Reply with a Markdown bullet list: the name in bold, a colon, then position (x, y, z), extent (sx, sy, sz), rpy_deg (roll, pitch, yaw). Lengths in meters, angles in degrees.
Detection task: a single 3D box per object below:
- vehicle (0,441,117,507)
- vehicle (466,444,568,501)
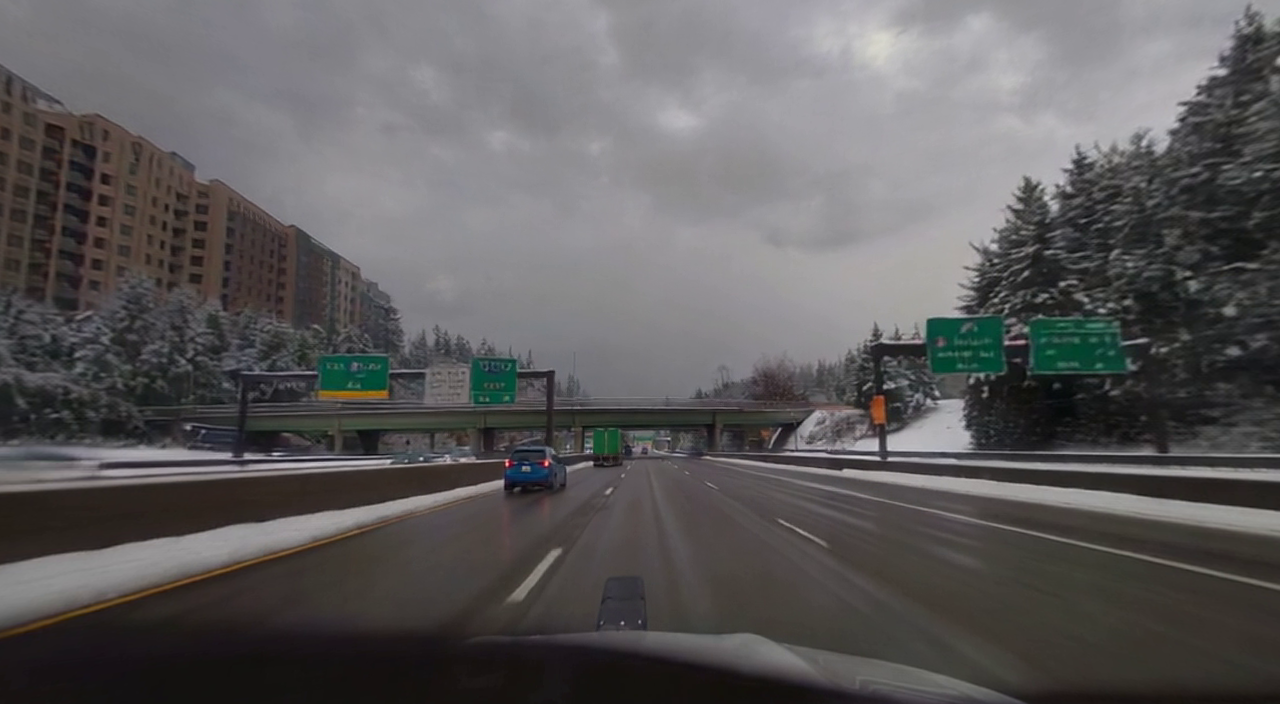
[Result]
- **vehicle**: position (-15.824, 2.998, 15.670), extent (1.865, 1.531, 4.278), rpy_deg (0, -9, 1)
- **vehicle**: position (-3.476, 3.510, 18.737), extent (2.039, 1.478, 4.483), rpy_deg (0, -9, 1)
